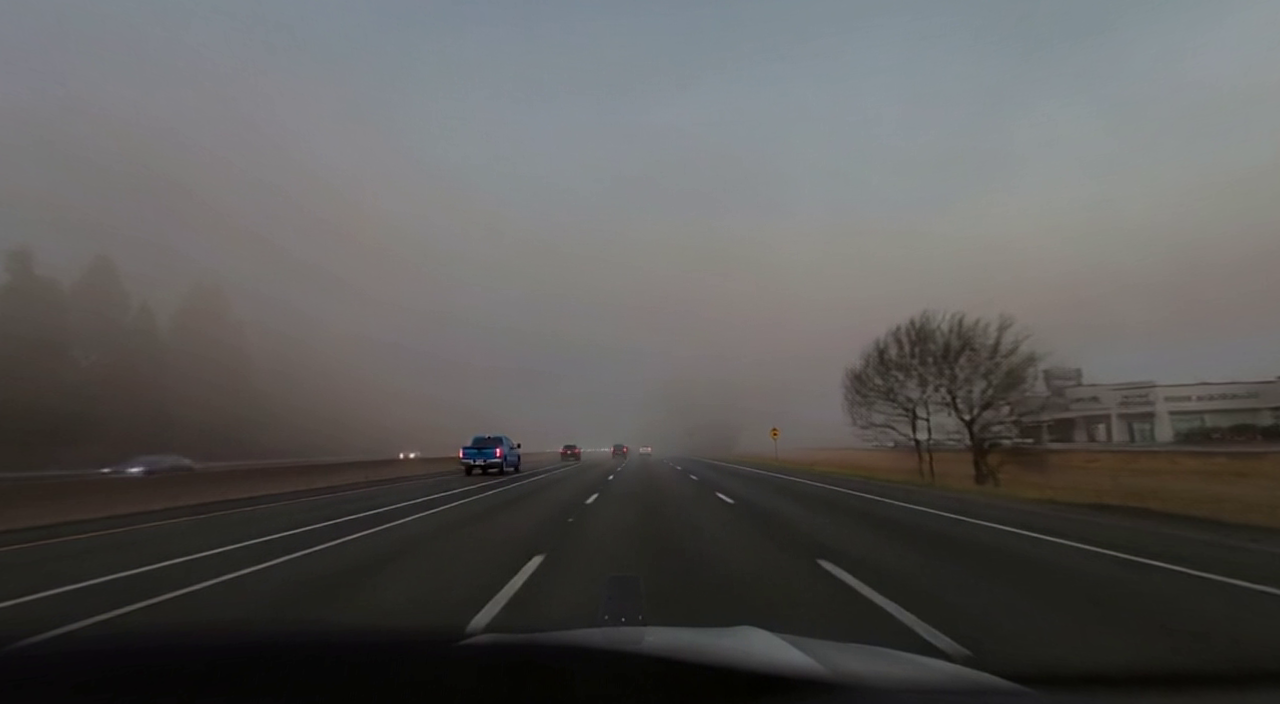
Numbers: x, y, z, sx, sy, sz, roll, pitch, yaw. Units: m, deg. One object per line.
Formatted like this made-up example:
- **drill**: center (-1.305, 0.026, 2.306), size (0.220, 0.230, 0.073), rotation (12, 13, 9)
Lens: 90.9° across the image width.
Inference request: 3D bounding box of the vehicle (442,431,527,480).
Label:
- **vehicle**: center (-6.716, 4.553, 28.072), size (2.156, 1.911, 5.956), rotation (0, -8, 1)

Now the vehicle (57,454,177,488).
- **vehicle**: center (-25.782, 5.843, 31.350), size (1.881, 1.503, 4.705), rotation (0, -8, 1)
